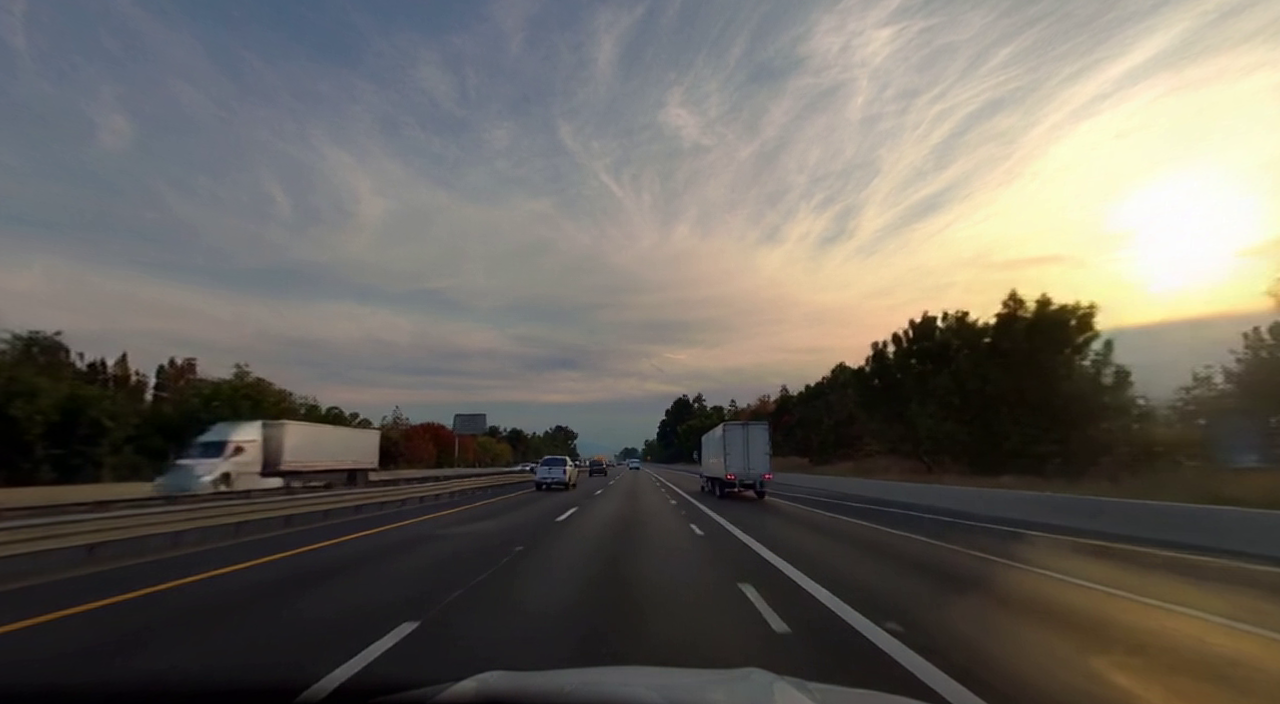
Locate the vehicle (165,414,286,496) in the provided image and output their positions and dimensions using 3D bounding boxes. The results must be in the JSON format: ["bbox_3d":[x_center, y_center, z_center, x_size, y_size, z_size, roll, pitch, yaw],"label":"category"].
[{"bbox_3d":[-19.383,4.866,29.741,2.975,3.552,3.526,1,-10,1],"label":"vehicle"}]

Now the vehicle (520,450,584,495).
[{"bbox_3d":[-4.011,5.623,29.586,2.272,1.873,4.832,1,-10,0],"label":"vehicle"}]

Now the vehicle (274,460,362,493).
[{"bbox_3d":[-15.502,6.014,30.595,2.008,1.487,4.180,1,-10,0],"label":"vehicle"}]

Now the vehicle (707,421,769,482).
[{"bbox_3d":[7.328,7.868,48.591,3.235,4.088,9.243,1,-12,0],"label":"vehicle"}]
